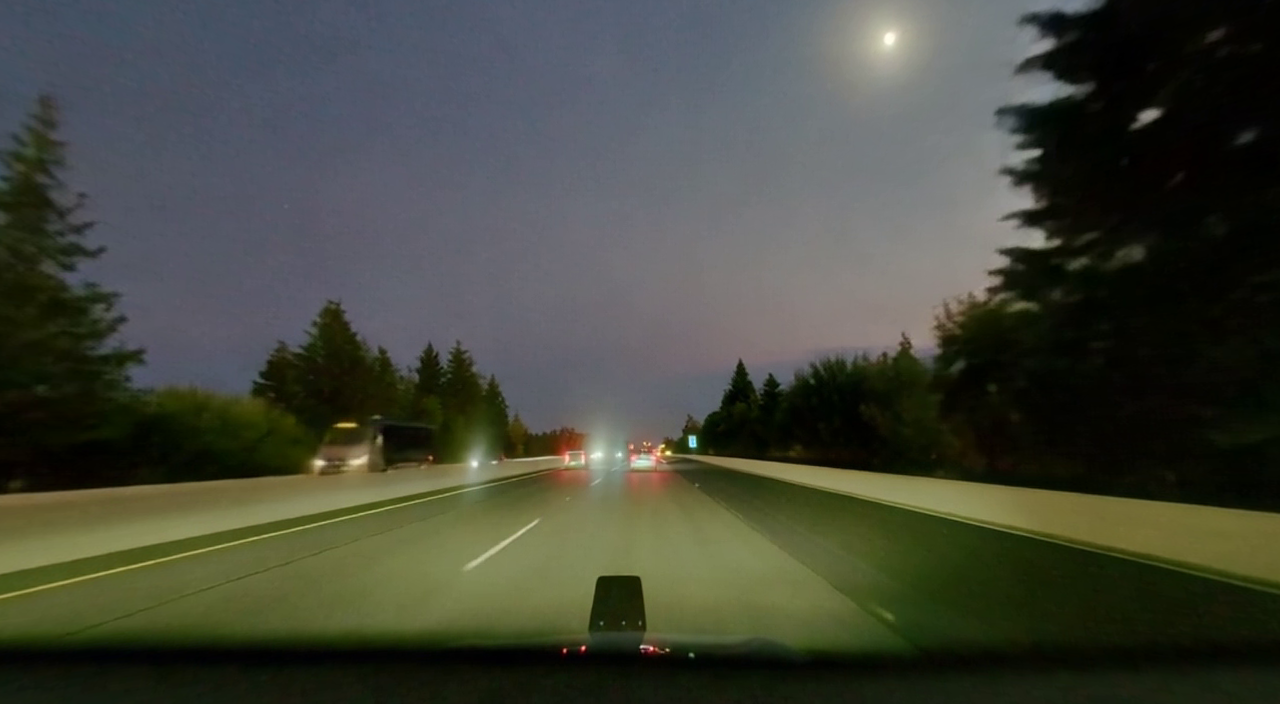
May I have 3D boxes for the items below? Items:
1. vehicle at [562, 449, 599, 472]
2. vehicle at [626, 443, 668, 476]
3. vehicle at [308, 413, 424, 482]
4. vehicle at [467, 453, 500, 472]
[{"bbox_3d":[-3.842,7.116,41.506,1.998,1.460,4.422,0,-9,0],"label":"vehicle"},{"bbox_3d":[0.351,5.790,34.053,2.172,1.687,3.929,0,-9,0],"label":"vehicle"},{"bbox_3d":[-17.031,6.094,40.164,2.953,3.833,9.571,0,-9,0],"label":"vehicle"},{"bbox_3d":[-12.290,8.716,49.698,1.676,1.396,3.459,0,-9,1],"label":"vehicle"}]
